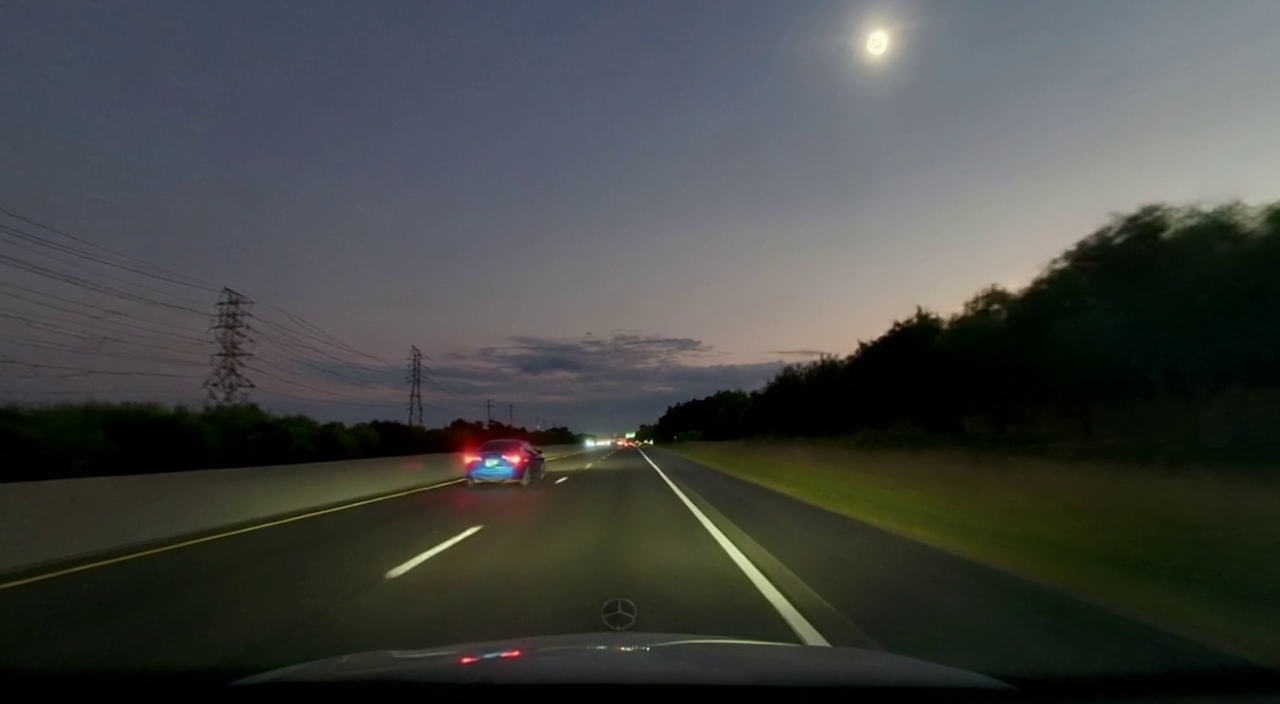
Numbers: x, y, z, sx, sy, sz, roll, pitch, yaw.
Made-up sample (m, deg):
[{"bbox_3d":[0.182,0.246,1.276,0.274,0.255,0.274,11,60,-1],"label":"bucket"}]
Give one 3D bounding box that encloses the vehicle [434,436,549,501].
[{"bbox_3d":[-4.058,3.252,18.152,2.158,1.604,4.679,0,-8,0],"label":"vehicle"}]
